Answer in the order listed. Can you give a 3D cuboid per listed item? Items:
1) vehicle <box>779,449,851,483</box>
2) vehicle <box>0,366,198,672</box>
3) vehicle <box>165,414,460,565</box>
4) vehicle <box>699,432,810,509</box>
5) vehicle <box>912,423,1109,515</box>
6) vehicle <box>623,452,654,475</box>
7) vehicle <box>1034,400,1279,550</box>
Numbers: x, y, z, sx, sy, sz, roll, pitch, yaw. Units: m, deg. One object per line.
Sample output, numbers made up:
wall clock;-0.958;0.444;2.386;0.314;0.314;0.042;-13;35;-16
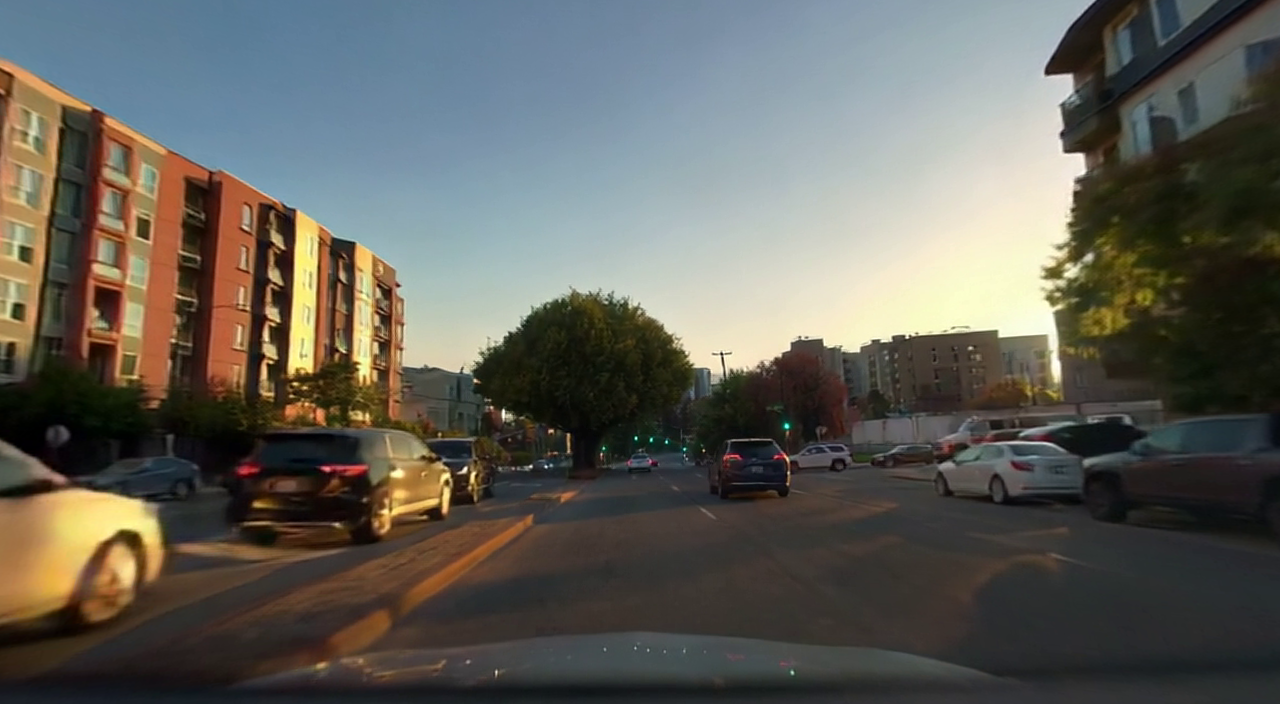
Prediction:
vehicle;8.708;5.703;31.972;1.940;1.512;5.129;0;-8;-3
vehicle;-4.961;0.885;2.952;2.275;1.816;4.923;0;-8;-1
vehicle;-4.854;2.108;10.666;2.009;1.837;5.590;0;-8;0
vehicle;3.037;3.270;17.966;2.129;1.844;4.767;0;-8;-2
vehicle;8.952;2.852;15.930;1.939;1.927;4.833;0;-8;-1
vehicle;-0.154;7.868;44.685;2.059;1.492;4.033;0;-8;-2
vehicle;9.046;1.907;10.290;1.935;1.875;5.051;0;-9;0
